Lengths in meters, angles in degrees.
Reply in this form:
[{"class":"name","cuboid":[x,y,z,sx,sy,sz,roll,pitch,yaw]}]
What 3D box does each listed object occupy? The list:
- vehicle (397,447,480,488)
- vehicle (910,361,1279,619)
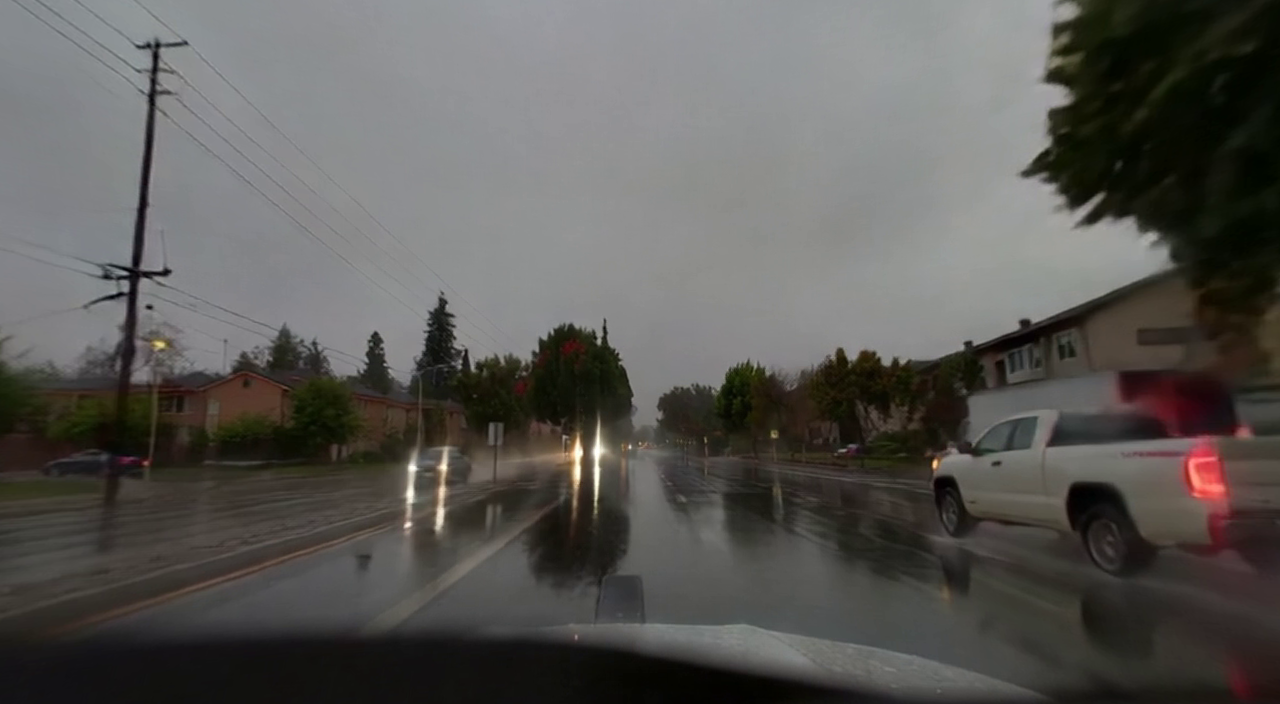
[{"class":"vehicle","cuboid":[-8.642,4.954,27.540,2.140,1.609,4.460,0,-9,0]},{"class":"vehicle","cuboid":[6.019,1.495,7.921,2.493,1.956,6.125,0,-9,-1]}]
